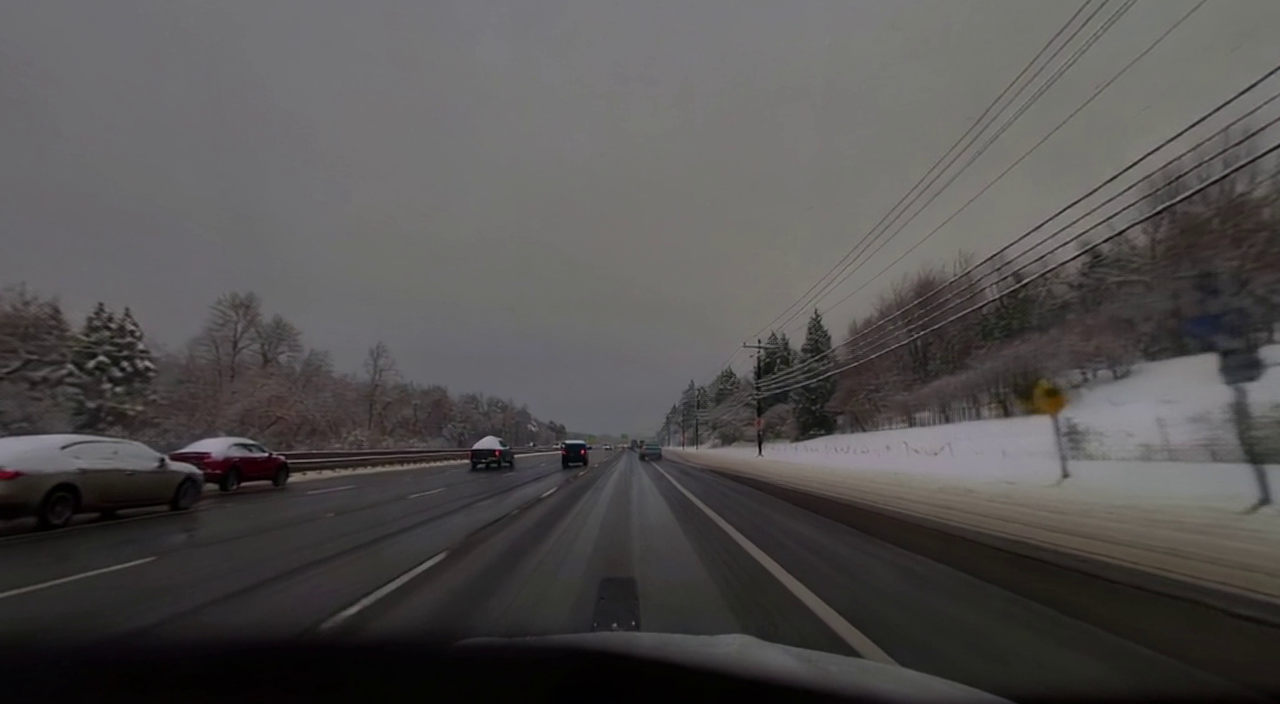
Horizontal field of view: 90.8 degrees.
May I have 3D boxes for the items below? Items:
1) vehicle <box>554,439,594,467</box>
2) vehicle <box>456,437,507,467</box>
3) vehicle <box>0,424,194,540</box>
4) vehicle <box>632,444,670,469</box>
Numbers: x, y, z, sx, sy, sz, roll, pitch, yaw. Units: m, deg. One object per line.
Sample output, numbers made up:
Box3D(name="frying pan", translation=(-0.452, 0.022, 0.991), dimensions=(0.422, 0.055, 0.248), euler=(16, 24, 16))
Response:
Box3D(name="vehicle", translation=(-4.130, 6.426, 40.208), dimensions=(2.121, 1.673, 4.443), euler=(0, -9, -1))
Box3D(name="vehicle", translation=(-10.524, 6.704, 42.438), dimensions=(2.115, 1.799, 5.444), euler=(0, -9, -1))
Box3D(name="vehicle", translation=(-10.267, 2.131, 10.772), dimensions=(2.098, 1.643, 4.413), euler=(0, -9, 0))
Box3D(name="vehicle", translation=(0.616, 6.249, 38.017), dimensions=(2.015, 1.391, 3.897), euler=(0, -9, -3))
